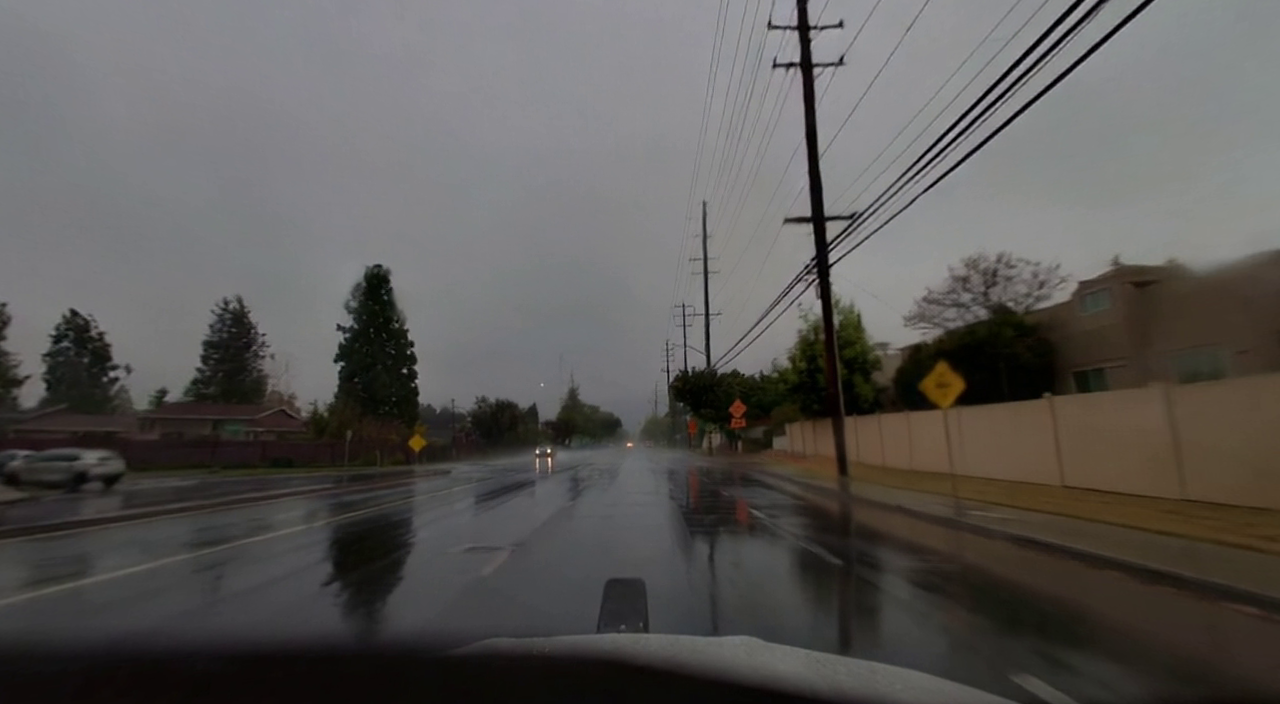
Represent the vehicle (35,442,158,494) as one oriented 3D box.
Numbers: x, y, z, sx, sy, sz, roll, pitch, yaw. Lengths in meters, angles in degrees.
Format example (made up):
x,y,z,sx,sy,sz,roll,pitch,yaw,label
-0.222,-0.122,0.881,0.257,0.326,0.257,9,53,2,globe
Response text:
x,y,z,sx,sy,sz,roll,pitch,yaw,label
-23.143,4.835,26.822,5.246,1.961,2.280,-5,-9,31,vehicle
